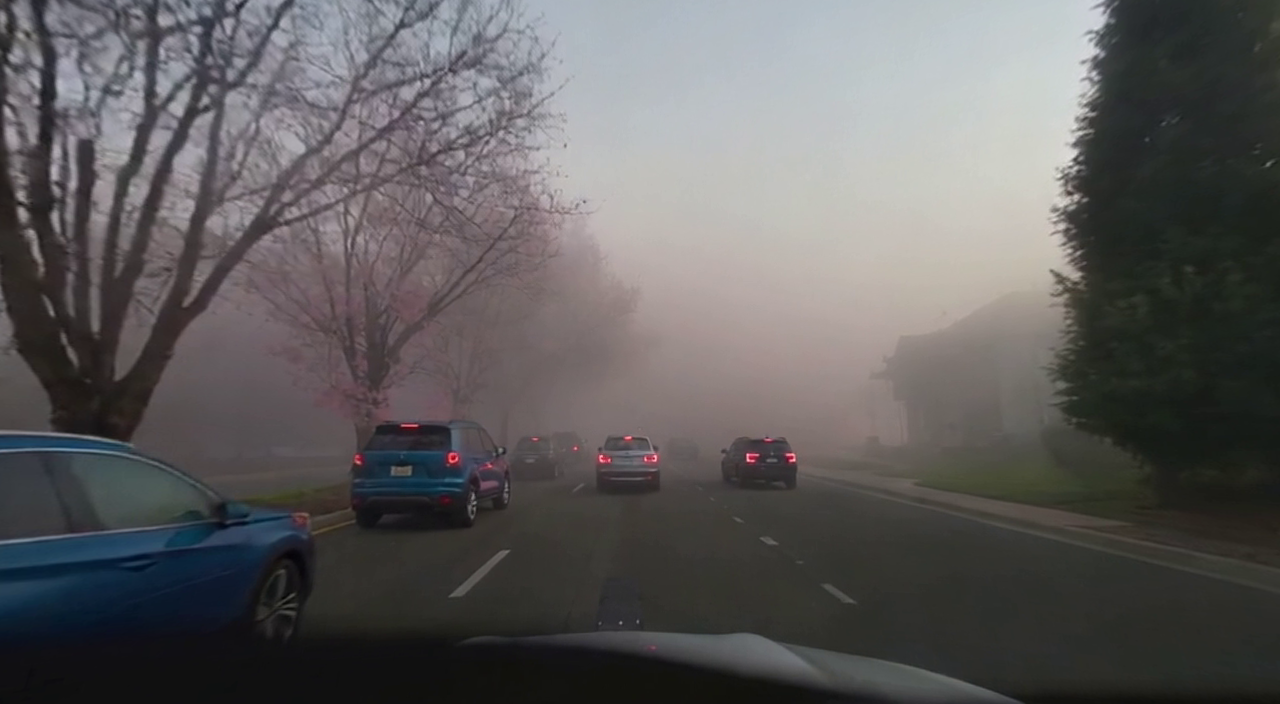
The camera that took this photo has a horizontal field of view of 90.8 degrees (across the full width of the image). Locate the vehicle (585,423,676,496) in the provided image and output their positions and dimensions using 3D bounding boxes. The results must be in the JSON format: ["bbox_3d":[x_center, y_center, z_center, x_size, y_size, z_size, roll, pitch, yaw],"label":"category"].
[{"bbox_3d":[-0.245,2.815,16.863,2.112,1.693,4.058,0,-8,-1],"label":"vehicle"}]

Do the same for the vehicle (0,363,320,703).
[{"bbox_3d":[-3.106,0.800,1.825,2.074,1.566,4.392,0,-8,0],"label":"vehicle"}]

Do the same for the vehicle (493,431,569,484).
[{"bbox_3d":[-3.708,3.664,22.263,1.948,1.668,4.279,0,-8,0],"label":"vehicle"}]

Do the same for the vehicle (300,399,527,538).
[{"bbox_3d":[-3.626,1.990,11.379,2.304,1.928,4.833,0,-8,0],"label":"vehicle"}]

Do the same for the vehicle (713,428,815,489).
[{"bbox_3d":[3.764,3.333,20.114,2.188,1.685,4.604,0,-8,-2],"label":"vehicle"}]
